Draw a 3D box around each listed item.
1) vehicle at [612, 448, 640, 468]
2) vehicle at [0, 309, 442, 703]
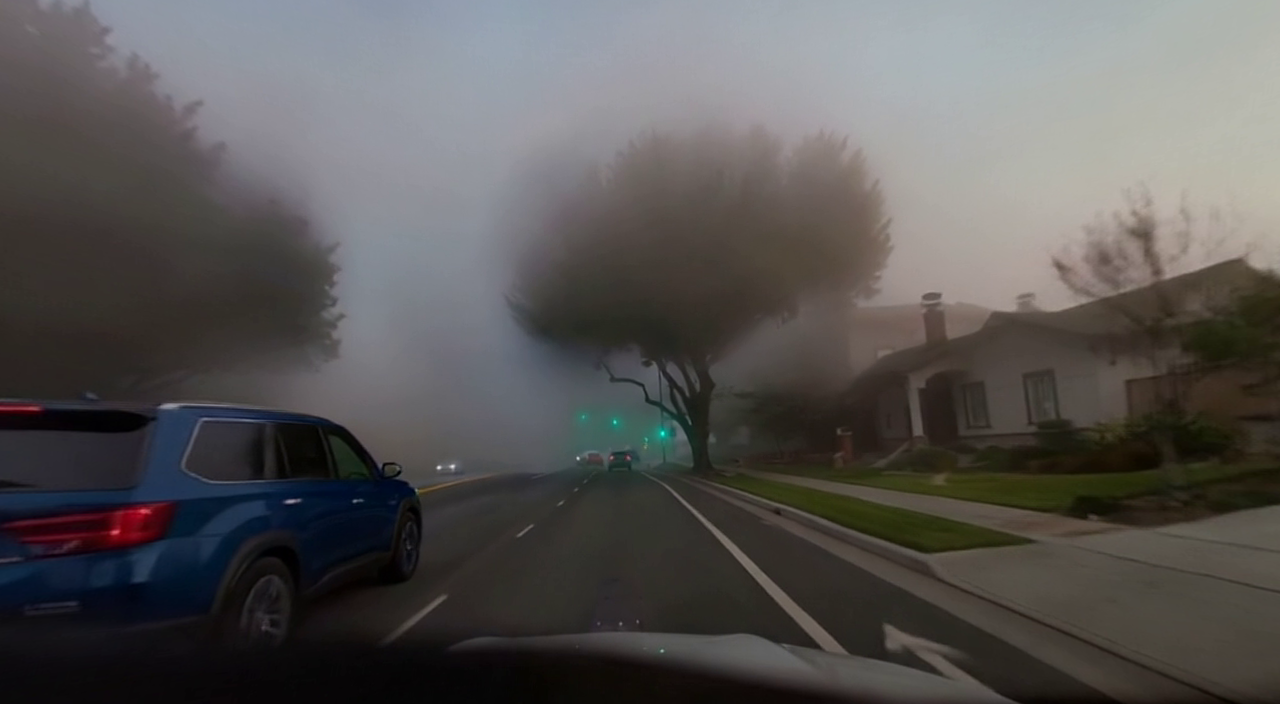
[{"bbox_3d":[-1.086,7.920,47.380,2.016,1.470,3.784,0,-8,-2],"label":"vehicle"},{"bbox_3d":[-3.548,1.176,4.760,2.276,1.960,5.561,0,-8,0],"label":"vehicle"}]
